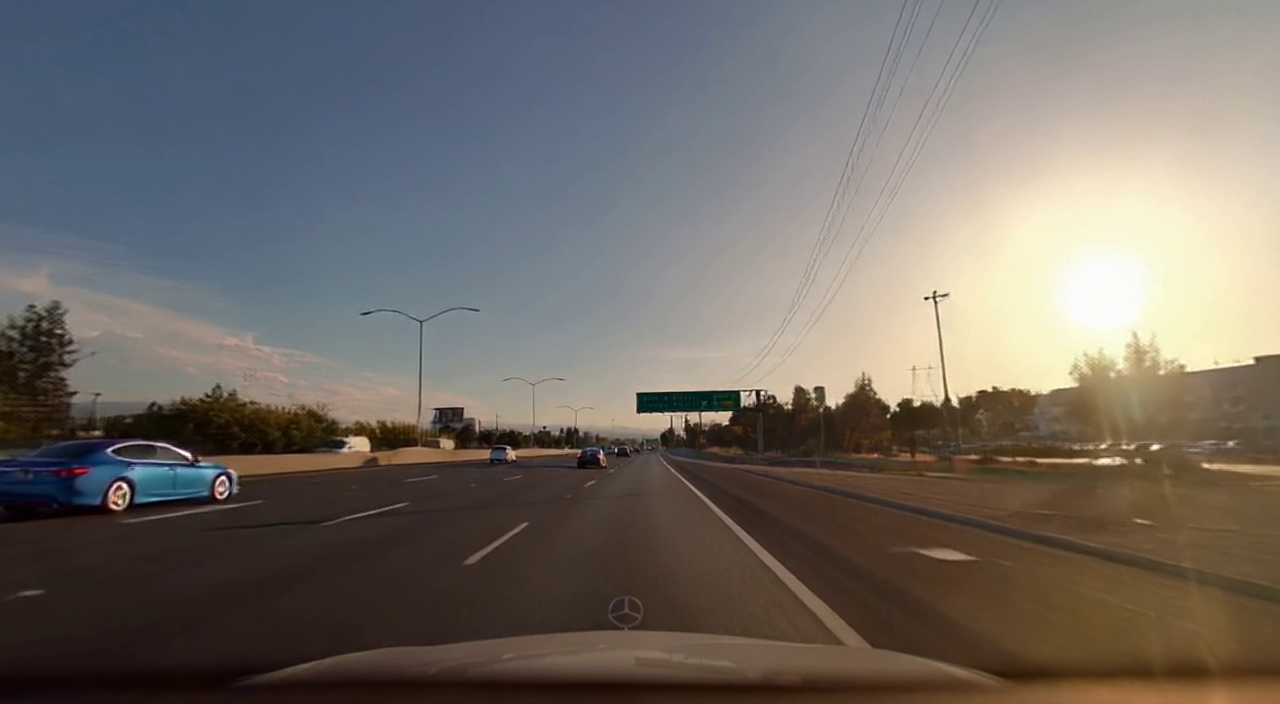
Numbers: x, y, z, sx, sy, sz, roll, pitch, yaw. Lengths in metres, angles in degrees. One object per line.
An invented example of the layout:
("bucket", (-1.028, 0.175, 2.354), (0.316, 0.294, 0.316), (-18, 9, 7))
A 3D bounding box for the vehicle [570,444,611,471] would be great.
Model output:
("vehicle", (-2.925, 6.319, 38.063), (2.050, 1.479, 4.342), (0, -8, 1))

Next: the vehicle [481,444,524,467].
("vehicle", (-9.487, 7.157, 43.796), (1.930, 1.490, 3.955), (0, -8, 2))

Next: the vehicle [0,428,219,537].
("vehicle", (-10.064, 2.161, 11.005), (2.002, 1.526, 4.822), (0, -8, 2))
